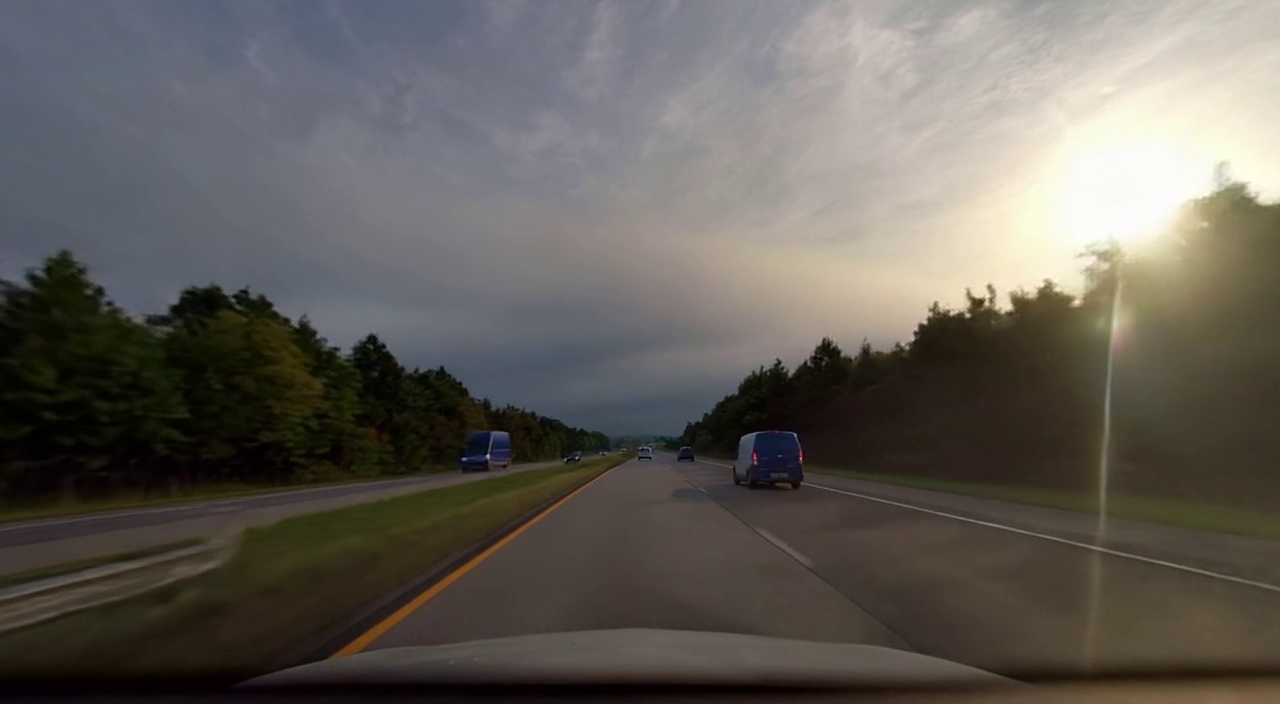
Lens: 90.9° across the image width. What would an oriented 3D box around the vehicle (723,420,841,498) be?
[{"bbox_3d":[4.125,3.234,19.306,2.371,2.045,4.768,0,-9,-1],"label":"vehicle"}]
